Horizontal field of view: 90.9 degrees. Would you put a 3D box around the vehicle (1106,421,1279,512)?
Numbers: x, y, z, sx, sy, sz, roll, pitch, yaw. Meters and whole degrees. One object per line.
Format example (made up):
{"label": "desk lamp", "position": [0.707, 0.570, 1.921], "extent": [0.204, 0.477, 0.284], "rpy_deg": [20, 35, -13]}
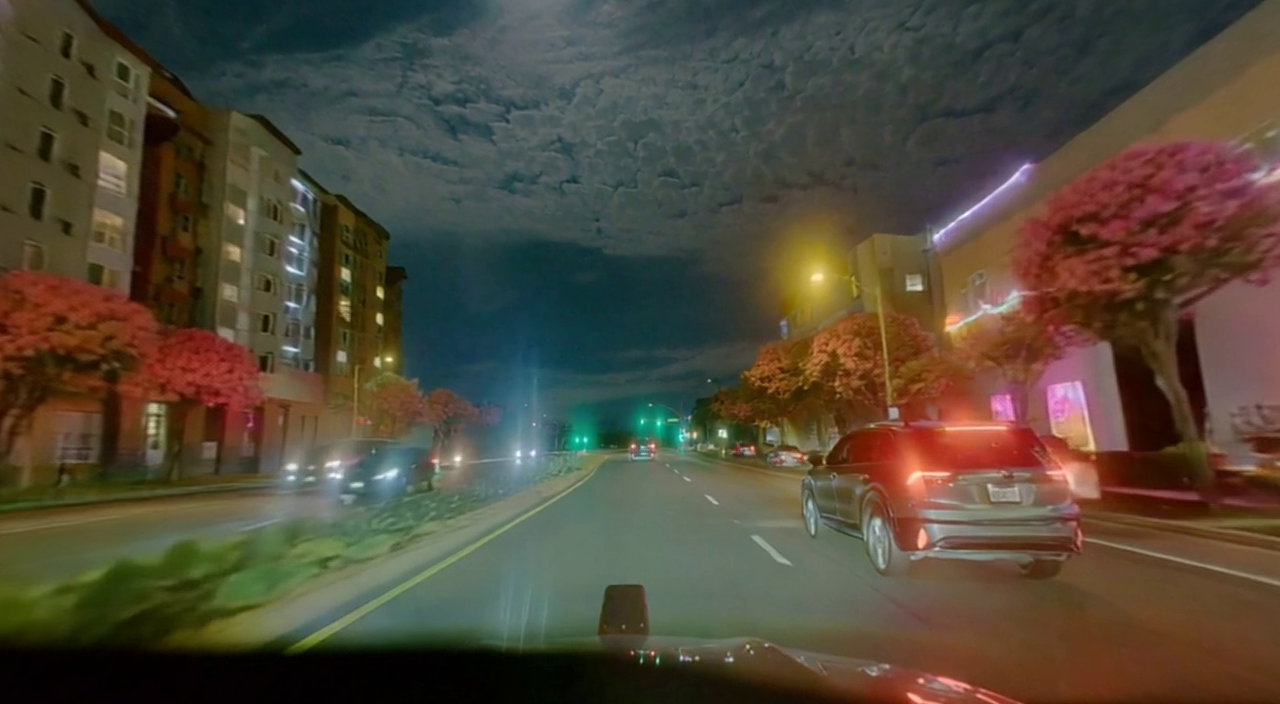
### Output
{"label": "vehicle", "position": [11.931, 2.234, 12.639], "extent": [1.828, 1.560, 4.413], "rpy_deg": [0, -8, 1]}

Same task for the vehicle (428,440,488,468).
{"label": "vehicle", "position": [-11.673, 6.571, 40.936], "extent": [2.191, 1.684, 5.428], "rpy_deg": [0, -8, 1]}

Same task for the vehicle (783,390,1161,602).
{"label": "vehicle", "position": [3.272, 1.520, 7.568], "extent": [2.071, 1.747, 4.549], "rpy_deg": [0, -8, 1]}

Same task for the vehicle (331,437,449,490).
{"label": "vehicle", "position": [-7.942, 3.574, 20.555], "extent": [1.960, 1.530, 4.313], "rpy_deg": [0, -8, 2]}

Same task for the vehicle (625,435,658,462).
{"label": "vehicle", "position": [0.165, 6.913, 45.103], "extent": [2.244, 1.813, 4.129], "rpy_deg": [0, -8, 2]}
